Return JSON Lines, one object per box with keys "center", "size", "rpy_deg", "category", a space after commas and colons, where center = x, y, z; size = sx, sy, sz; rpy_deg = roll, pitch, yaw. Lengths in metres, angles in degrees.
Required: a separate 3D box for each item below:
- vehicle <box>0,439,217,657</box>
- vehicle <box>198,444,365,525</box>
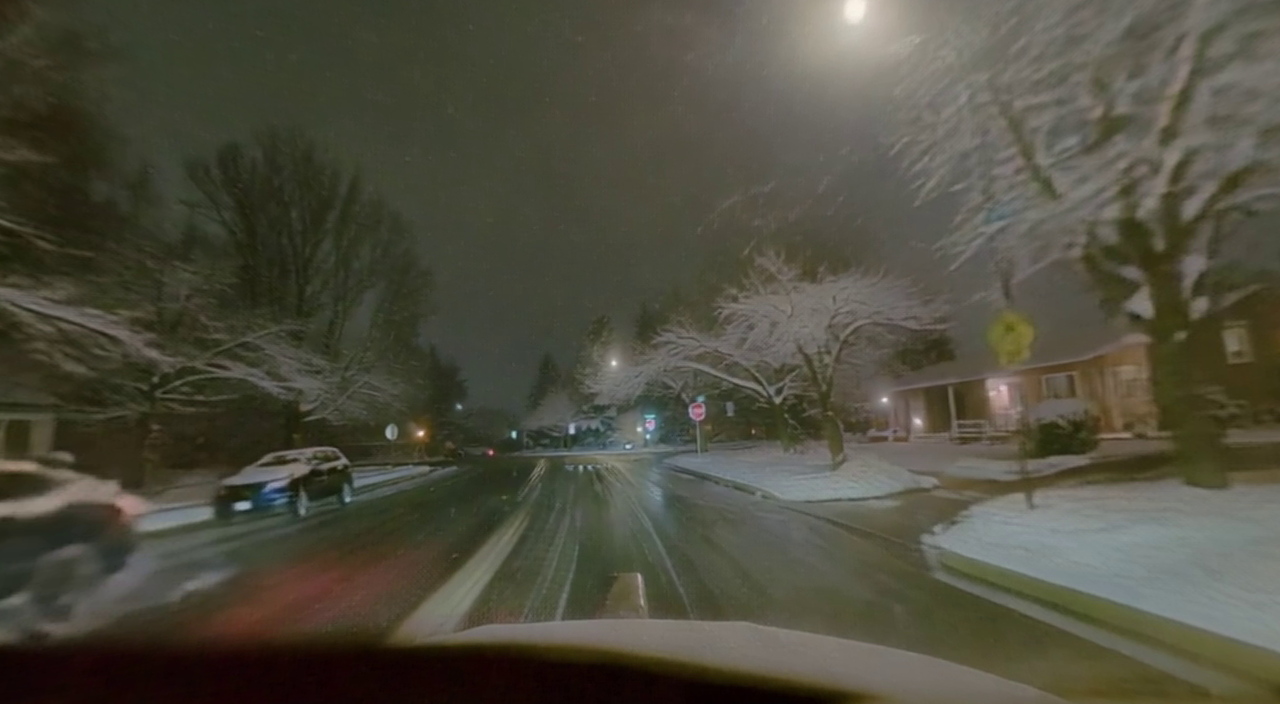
{"center": [-5.556, 1.332, 4.122], "size": [2.146, 1.506, 4.885], "rpy_deg": [0, -8, 1], "category": "vehicle"}
{"center": [-8.496, 3.104, 15.521], "size": [1.994, 1.656, 4.334], "rpy_deg": [1, -8, -7], "category": "vehicle"}
